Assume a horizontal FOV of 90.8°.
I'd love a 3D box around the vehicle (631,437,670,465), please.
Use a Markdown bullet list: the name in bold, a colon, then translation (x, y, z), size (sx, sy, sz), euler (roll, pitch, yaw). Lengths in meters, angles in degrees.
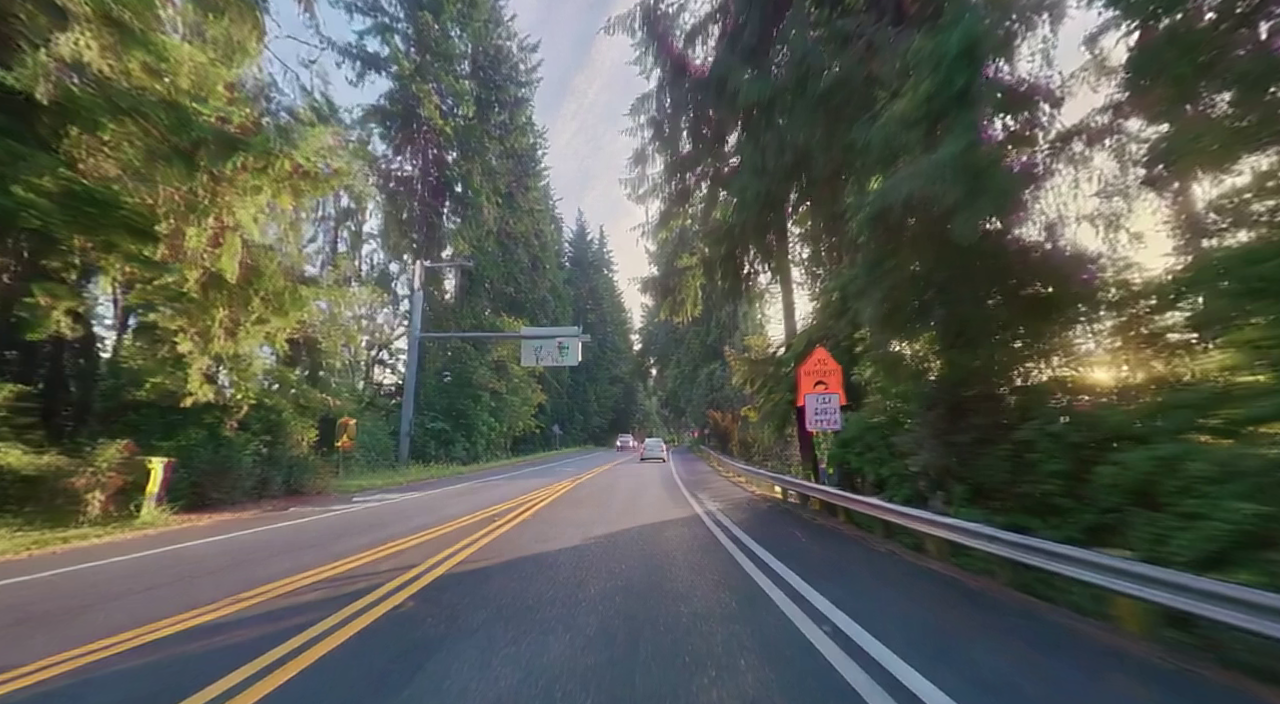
- **vehicle**: translation (0.605, 5.545, 35.507), size (2.067, 1.486, 3.861), euler (-1, -9, 2)
